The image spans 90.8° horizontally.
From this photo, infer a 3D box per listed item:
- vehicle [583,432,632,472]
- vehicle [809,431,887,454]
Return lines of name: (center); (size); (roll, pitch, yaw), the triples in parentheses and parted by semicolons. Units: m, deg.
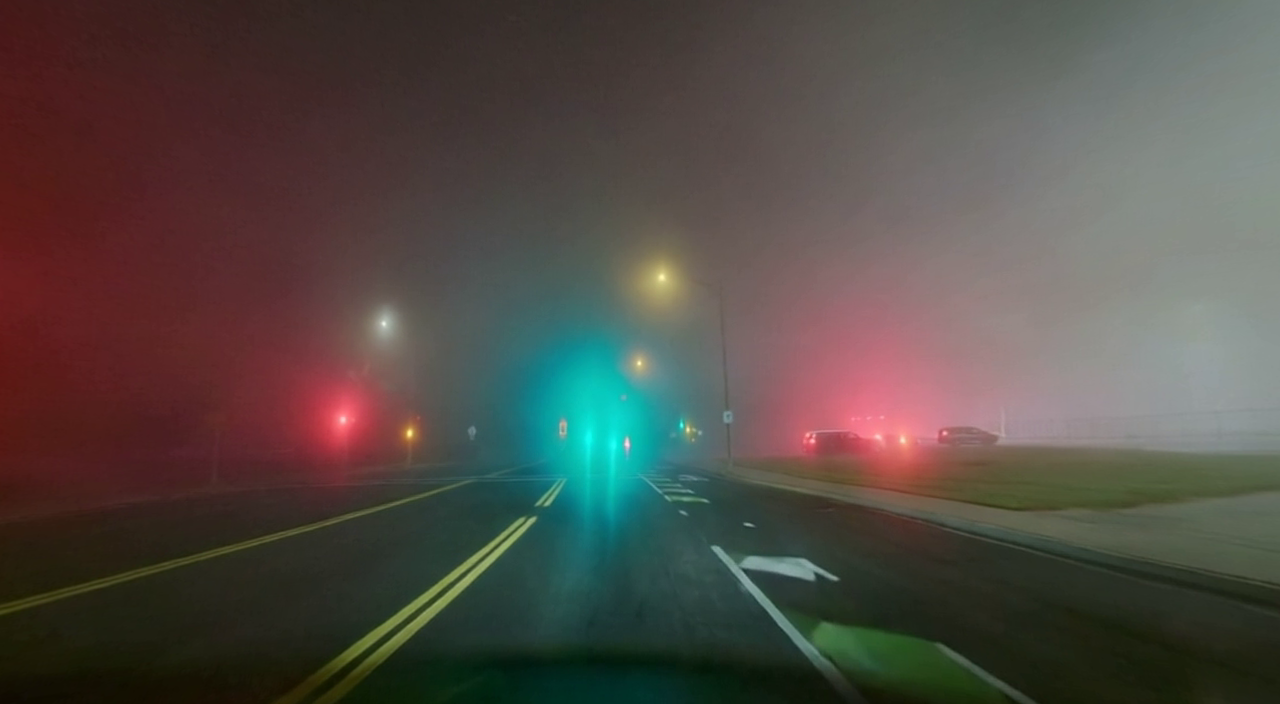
vehicle: (-1.522, 4.867, 30.897); (2.230, 1.827, 4.298); (0, -8, -1)
vehicle: (13.616, 5.941, 41.473); (4.486, 1.494, 1.802); (0, -8, 3)
